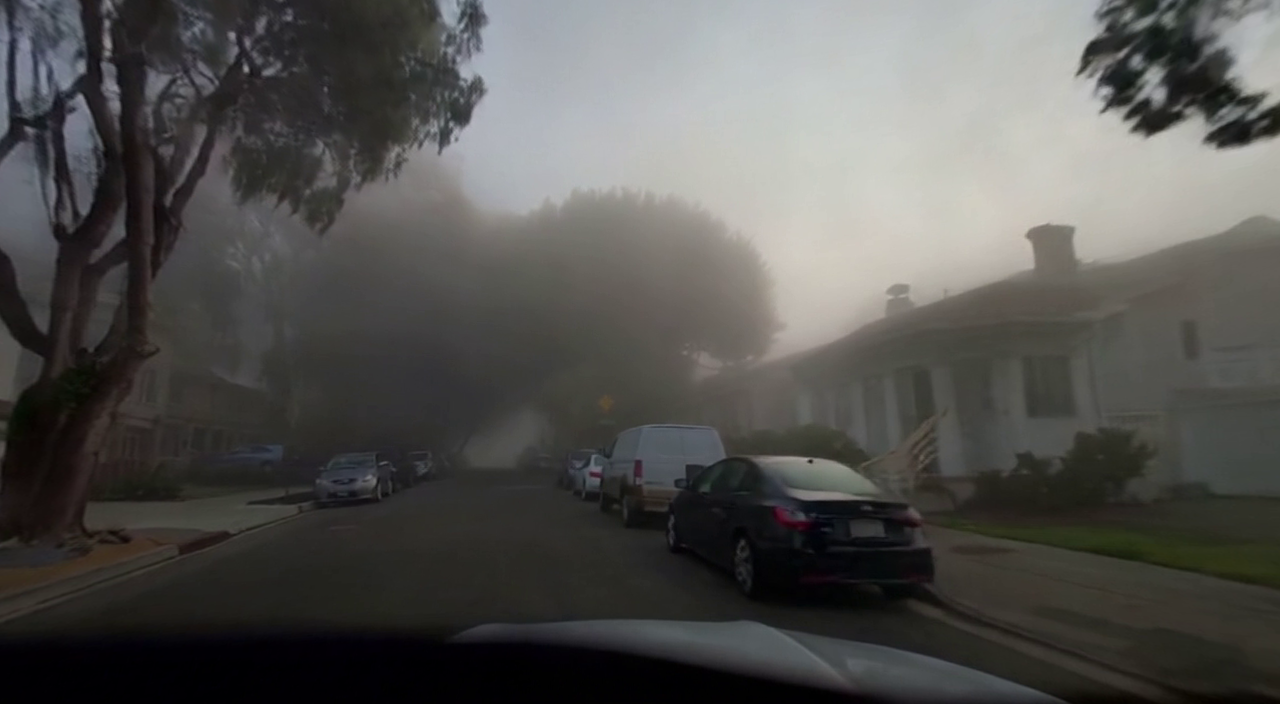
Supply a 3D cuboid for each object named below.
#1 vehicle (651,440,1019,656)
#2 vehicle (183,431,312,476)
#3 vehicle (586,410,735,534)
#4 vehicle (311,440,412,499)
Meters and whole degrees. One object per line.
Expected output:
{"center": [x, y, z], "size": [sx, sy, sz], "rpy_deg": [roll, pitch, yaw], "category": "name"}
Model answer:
{"center": [1.600, 1.770, 7.048], "size": [1.828, 1.442, 4.476], "rpy_deg": [2, -7, -14], "category": "vehicle"}
{"center": [-16.387, 4.211, 26.491], "size": [4.153, 1.550, 2.029], "rpy_deg": [1, -2, -14], "category": "vehicle"}
{"center": [0.181, 2.390, 13.630], "size": [1.993, 2.129, 4.893], "rpy_deg": [1, -7, -13], "category": "vehicle"}
{"center": [-8.415, 3.531, 19.482], "size": [1.908, 1.493, 4.806], "rpy_deg": [5, -9, -13], "category": "vehicle"}
